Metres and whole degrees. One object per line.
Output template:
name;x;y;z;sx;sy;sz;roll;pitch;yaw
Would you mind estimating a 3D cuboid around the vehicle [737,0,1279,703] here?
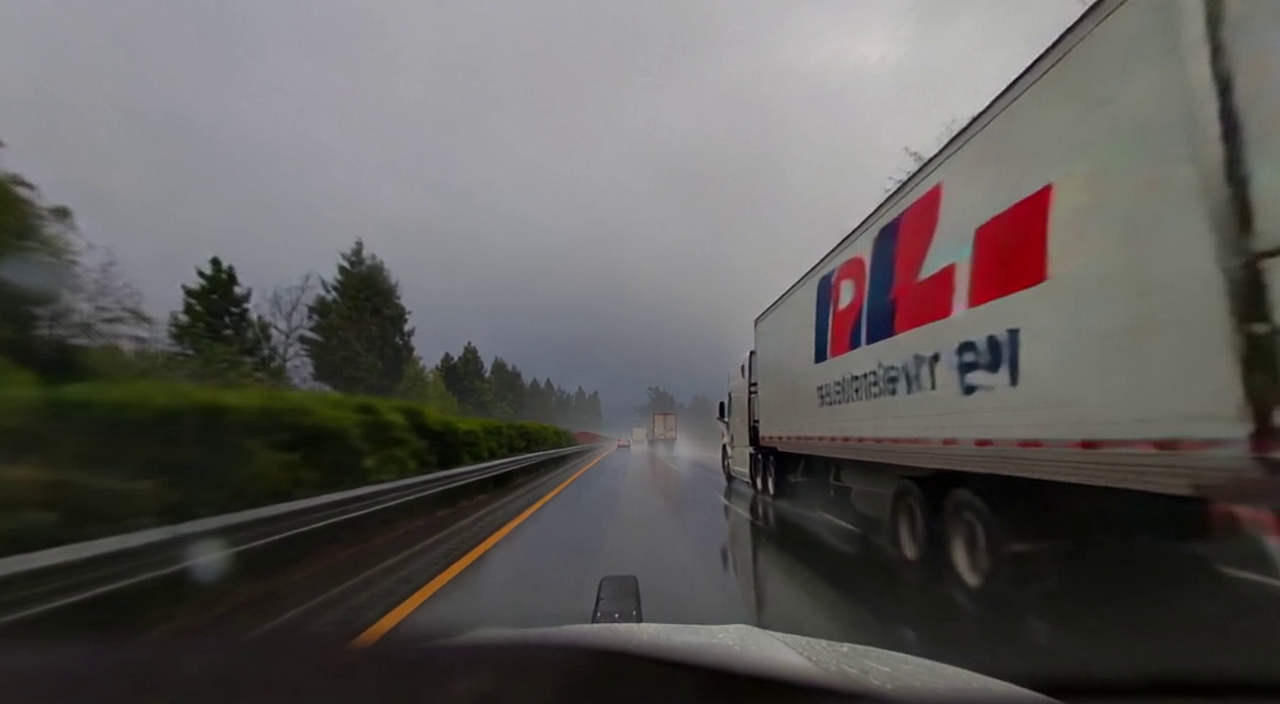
vehicle;4.220;0.588;9.811;2.871;4.072;14.183;0;-8;-1
